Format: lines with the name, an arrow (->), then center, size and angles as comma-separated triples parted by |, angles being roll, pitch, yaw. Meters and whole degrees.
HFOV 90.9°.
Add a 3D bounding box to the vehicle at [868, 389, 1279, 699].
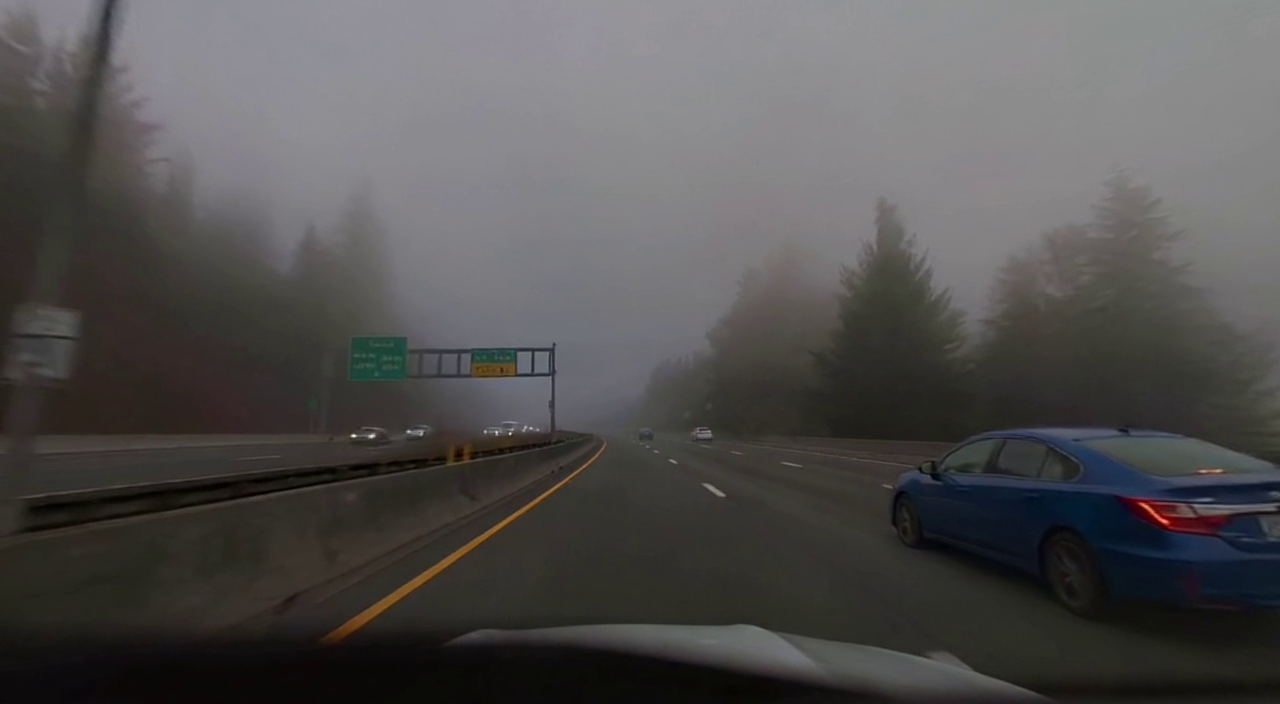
vehicle -> 3.653, 1.179, 5.123 | 1.977, 1.443, 4.225 | 0, -8, -1
